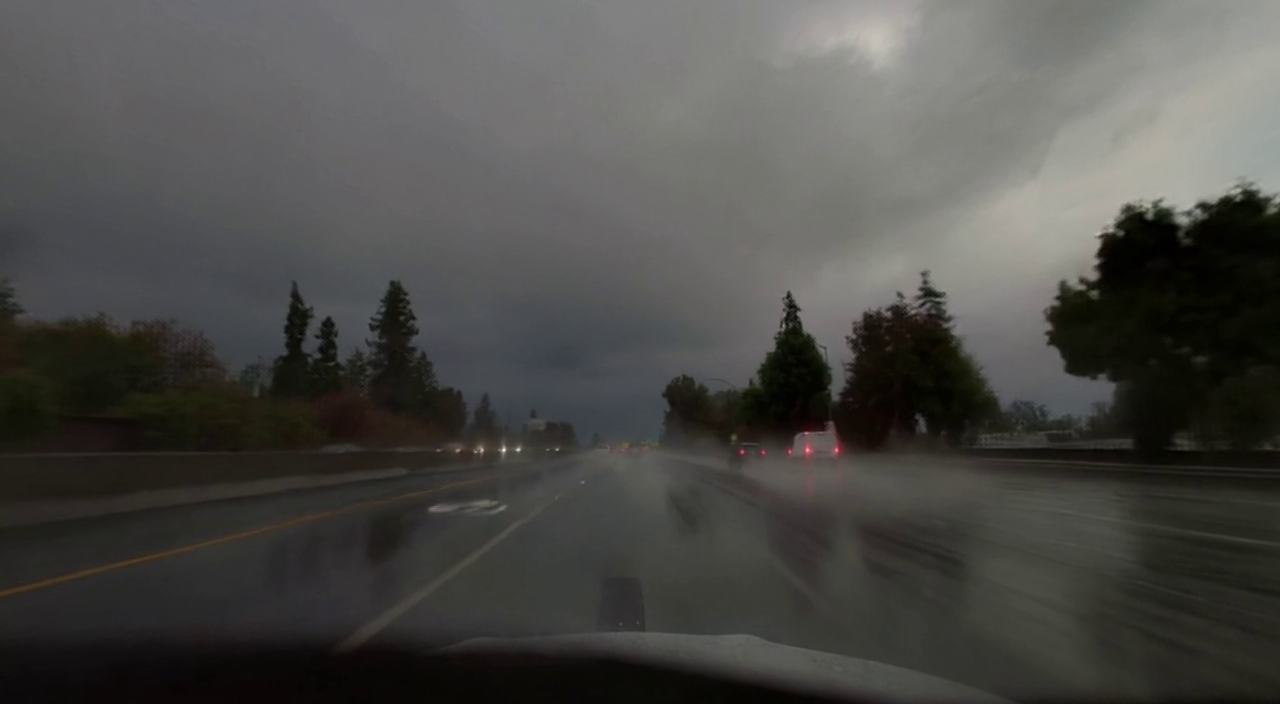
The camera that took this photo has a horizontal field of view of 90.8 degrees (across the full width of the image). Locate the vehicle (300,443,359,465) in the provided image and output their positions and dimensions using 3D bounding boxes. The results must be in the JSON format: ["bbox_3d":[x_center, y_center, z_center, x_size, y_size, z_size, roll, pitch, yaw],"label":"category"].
[{"bbox_3d":[-21.776,7.182,44.483,1.876,1.465,4.509,0,-9,0],"label":"vehicle"}]

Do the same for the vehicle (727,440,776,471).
[{"bbox_3d":[6.566,6.140,37.549,2.081,1.705,3.926,0,-9,-1],"label":"vehicle"}]

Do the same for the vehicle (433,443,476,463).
[{"bbox_3d":[-14.508,7.897,49.588,1.983,1.483,4.554,0,-9,0],"label":"vehicle"}]
